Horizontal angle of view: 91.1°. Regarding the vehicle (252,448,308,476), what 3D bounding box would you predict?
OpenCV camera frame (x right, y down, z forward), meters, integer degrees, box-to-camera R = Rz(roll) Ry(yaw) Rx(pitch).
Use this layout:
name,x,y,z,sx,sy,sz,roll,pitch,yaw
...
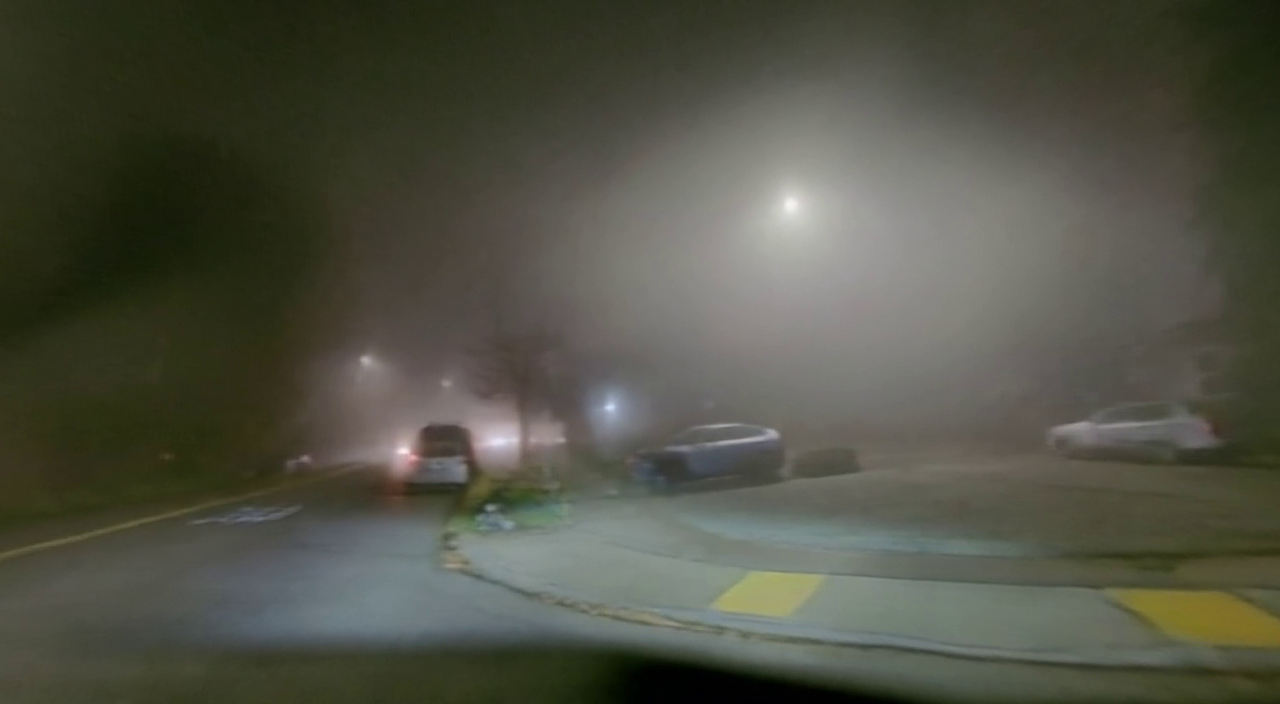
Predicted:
name,x,y,z,sx,sy,sz,roll,pitch,yaw
vehicle,-22.115,6.727,38.751,2.033,1.456,4.370,-2,-7,-17

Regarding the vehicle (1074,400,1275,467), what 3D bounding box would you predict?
name,x,y,z,sx,sy,sz,roll,pitch,yaw
vehicle,13.697,2.062,16.166,3.896,1.447,1.919,-1,-6,-14

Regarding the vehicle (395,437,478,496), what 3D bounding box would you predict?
name,x,y,z,sx,sy,sz,roll,pitch,yaw
vehicle,-6.488,3.604,20.338,2.242,1.661,4.273,2,-8,-16

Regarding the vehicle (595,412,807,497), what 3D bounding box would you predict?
name,x,y,z,sx,sy,sz,roll,pitch,yaw
vehicle,1.380,2.405,15.116,4.595,1.620,1.984,-1,-8,-13
